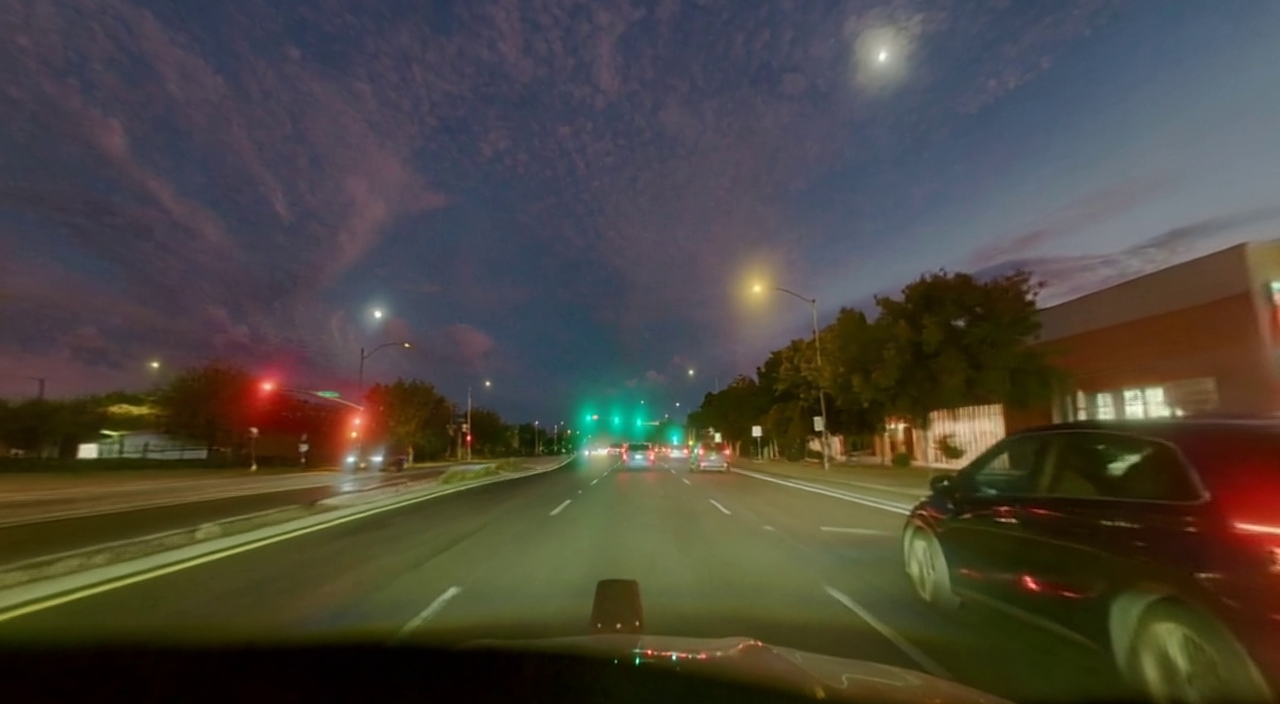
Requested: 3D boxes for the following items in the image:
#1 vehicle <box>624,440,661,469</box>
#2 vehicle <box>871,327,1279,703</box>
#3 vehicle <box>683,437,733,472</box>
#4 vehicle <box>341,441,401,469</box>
[{"bbox_3d":[0.080,5.911,36.548,2.023,1.532,3.891,0,-8,-1],"label":"vehicle"},{"bbox_3d":[3.055,0.955,3.336,1.969,1.682,4.387,0,-8,0],"label":"vehicle"},{"bbox_3d":[3.485,5.344,33.104,2.085,1.668,4.077,0,-8,-1],"label":"vehicle"},{"bbox_3d":[-18.181,6.964,42.963,2.069,1.776,4.543,0,-8,0],"label":"vehicle"}]
